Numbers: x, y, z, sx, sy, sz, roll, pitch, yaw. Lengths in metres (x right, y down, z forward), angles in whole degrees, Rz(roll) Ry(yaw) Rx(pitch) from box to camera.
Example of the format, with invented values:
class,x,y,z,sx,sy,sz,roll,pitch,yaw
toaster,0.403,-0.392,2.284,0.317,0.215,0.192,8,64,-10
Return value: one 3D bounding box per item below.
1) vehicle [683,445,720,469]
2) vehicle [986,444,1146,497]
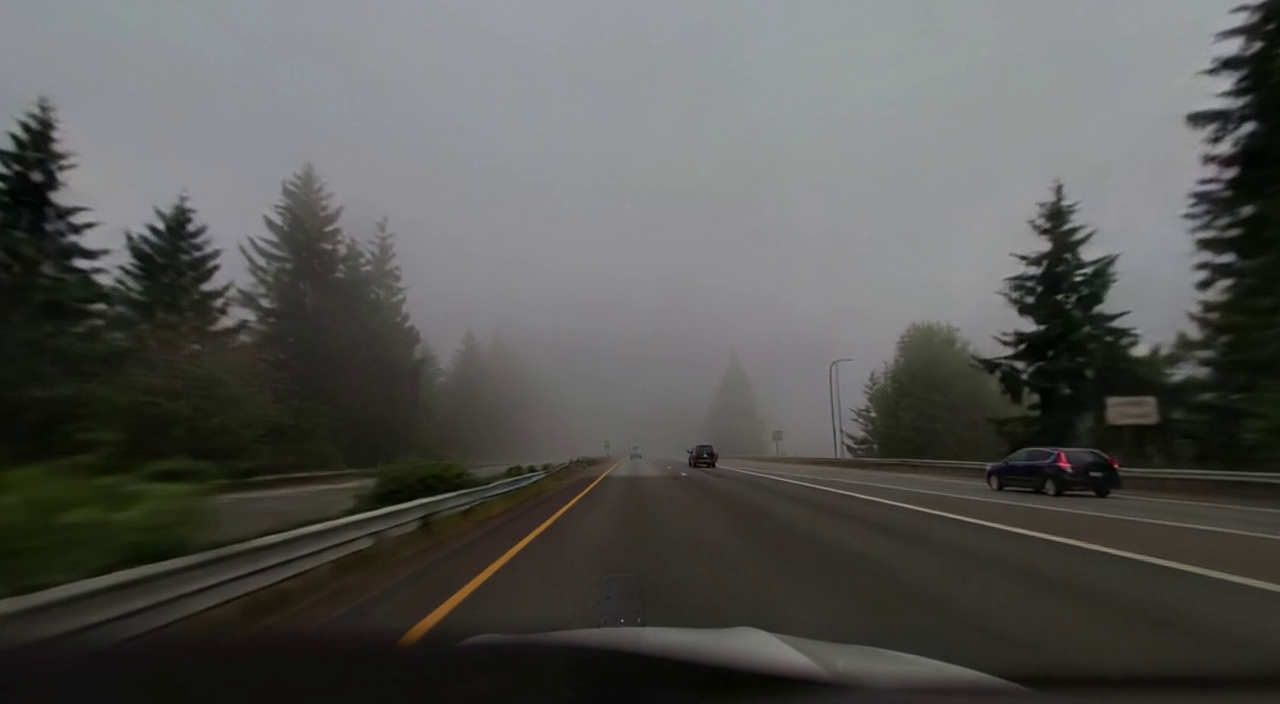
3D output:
class,x,y,z,sx,sy,sz,roll,pitch,yaw
vehicle,4.222,7.316,44.073,2.058,1.605,4.116,0,-9,-2
vehicle,12.408,3.448,18.690,1.926,1.386,3.719,1,-9,-5
